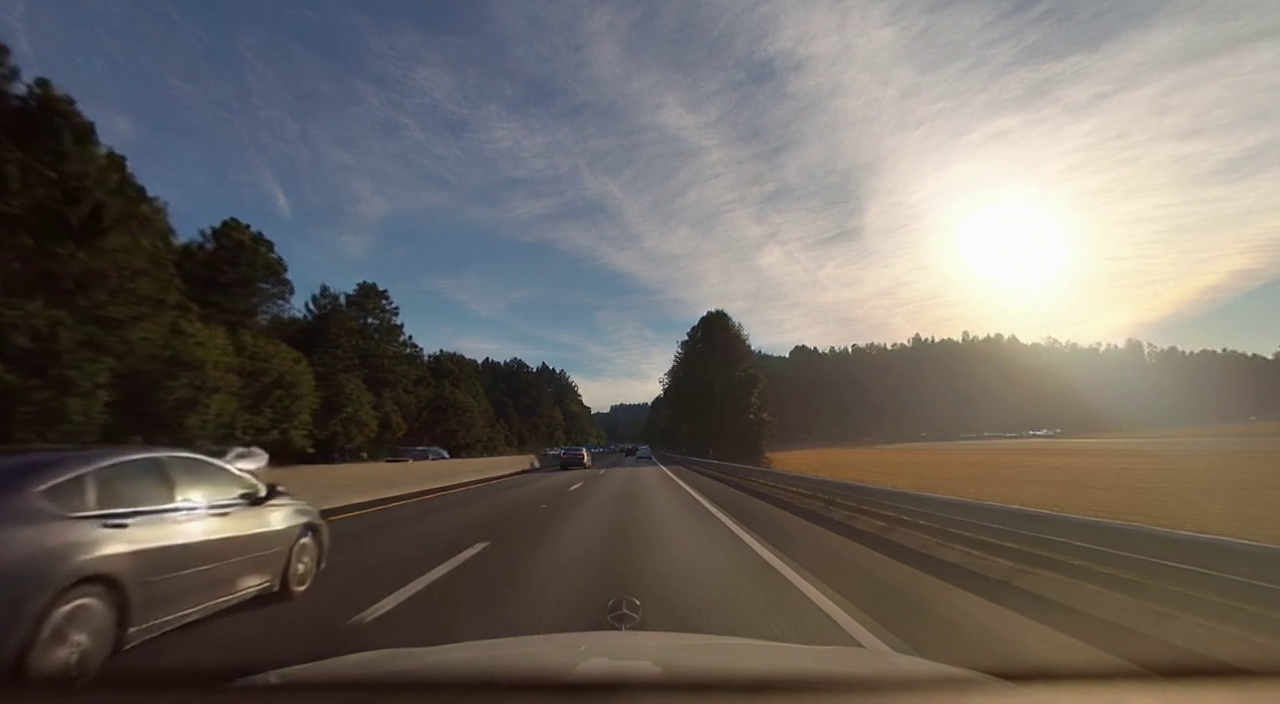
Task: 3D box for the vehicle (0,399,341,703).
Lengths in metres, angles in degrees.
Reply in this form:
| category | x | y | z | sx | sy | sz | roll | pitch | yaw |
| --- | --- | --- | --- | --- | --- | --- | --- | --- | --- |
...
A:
| category | x | y | z | sx | sy | sz | roll | pitch | yaw |
| --- | --- | --- | --- | --- | --- | --- | --- | --- | --- |
| vehicle | -3.668 | 1.090 | 3.510 | 1.970 | 1.483 | 4.097 | 0 | -9 | 0 |

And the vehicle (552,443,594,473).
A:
| category | x | y | z | sx | sy | sz | roll | pitch | yaw |
| --- | --- | --- | --- | --- | --- | --- | --- | --- | --- |
| vehicle | -4.042 | 6.474 | 38.616 | 2.095 | 1.664 | 4.305 | 0 | -9 | 0 |

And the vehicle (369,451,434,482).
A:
| category | x | y | z | sx | sy | sz | roll | pitch | yaw |
| --- | --- | --- | --- | --- | --- | --- | --- | --- | --- |
| vehicle | -12.326 | 5.923 | 32.841 | 1.706 | 1.449 | 4.208 | 0 | -9 | 0 |
